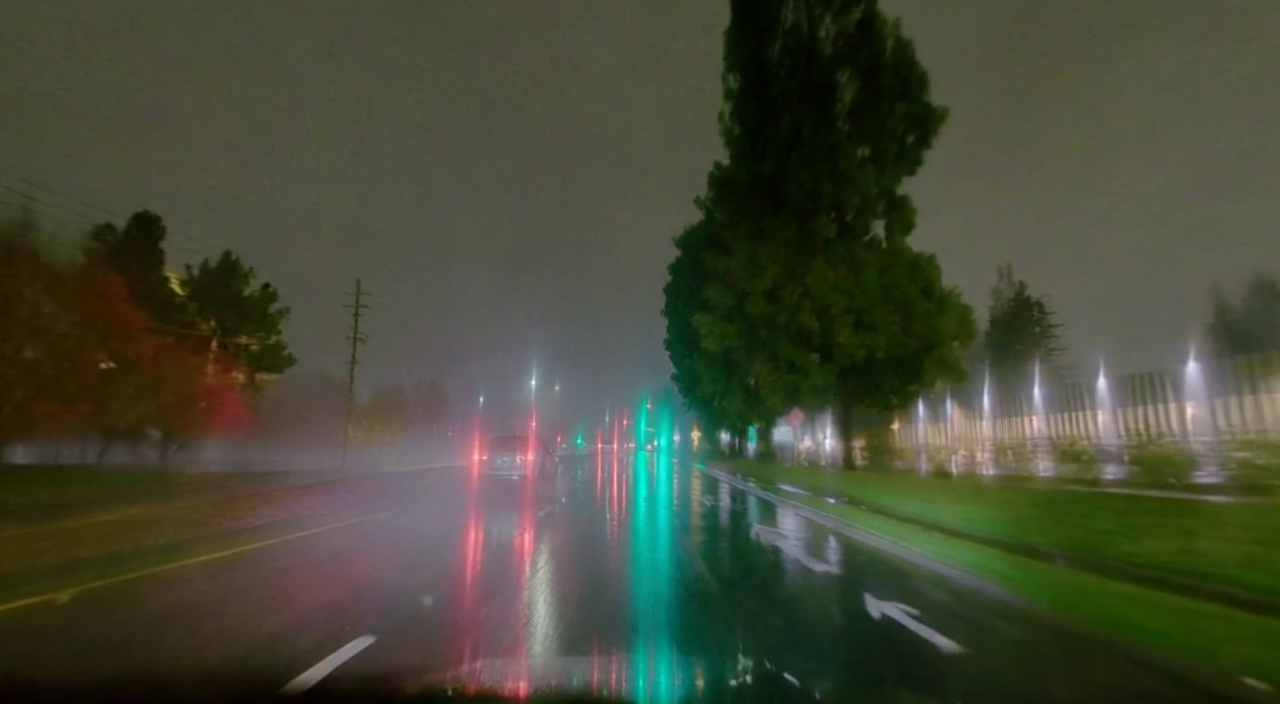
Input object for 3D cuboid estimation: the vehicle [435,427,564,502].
[{"bbox_3d":[-3.471,2.914,16.743,2.202,1.685,4.772,0,-8,1],"label":"vehicle"}]
